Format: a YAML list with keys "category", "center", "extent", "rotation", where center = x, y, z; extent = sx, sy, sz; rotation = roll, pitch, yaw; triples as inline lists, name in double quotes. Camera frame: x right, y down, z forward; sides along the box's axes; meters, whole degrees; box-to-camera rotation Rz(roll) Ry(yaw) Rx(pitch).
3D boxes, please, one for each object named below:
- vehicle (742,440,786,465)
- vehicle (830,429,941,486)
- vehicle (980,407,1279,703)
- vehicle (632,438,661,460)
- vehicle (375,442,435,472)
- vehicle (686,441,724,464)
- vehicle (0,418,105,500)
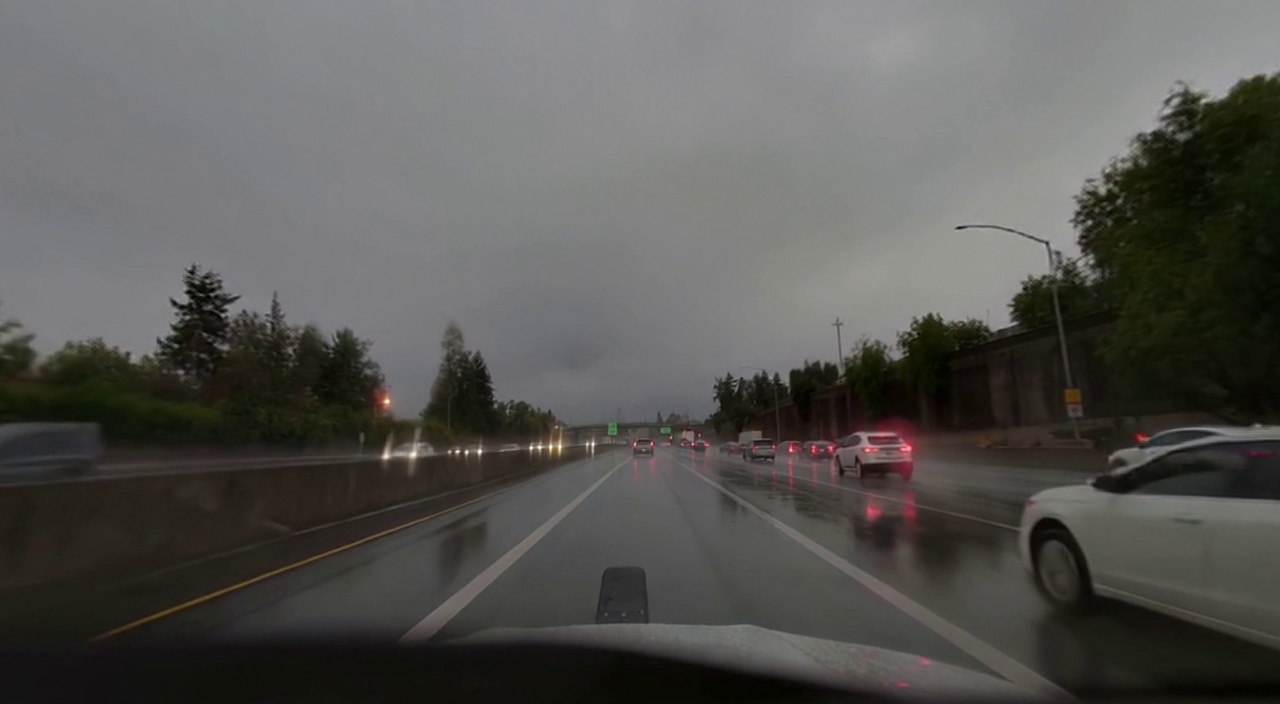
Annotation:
- category: "vehicle"
  center: [8.033, 6.532, 41.154]
  extent: [1.919, 1.476, 4.303]
  rotation: [0, -8, -1]
- category: "vehicle"
  center: [8.145, 3.540, 21.394]
  extent: [1.986, 1.703, 4.226]
  rotation: [0, -8, -1]
- category: "vehicle"
  center: [4.171, 1.019, 3.083]
  extent: [2.223, 1.483, 5.075]
  rotation: [0, -8, 0]
- category: "vehicle"
  center: [0.492, 7.438, 48.368]
  extent: [2.124, 1.639, 4.122]
  rotation: [0, -8, 1]
- category: "vehicle"
  center: [-13.586, 6.072, 36.757]
  extent: [1.847, 1.610, 4.188]
  rotation: [0, -8, 0]
- category: "vehicle"
  center: [4.433, 6.905, 43.500]
  extent: [2.118, 1.438, 4.312]
  rotation: [0, -8, -1]
- category: "vehicle"
  center: [-21.362, 3.484, 20.630]
  extent: [2.442, 2.577, 5.925]
  rotation: [0, -8, 0]
